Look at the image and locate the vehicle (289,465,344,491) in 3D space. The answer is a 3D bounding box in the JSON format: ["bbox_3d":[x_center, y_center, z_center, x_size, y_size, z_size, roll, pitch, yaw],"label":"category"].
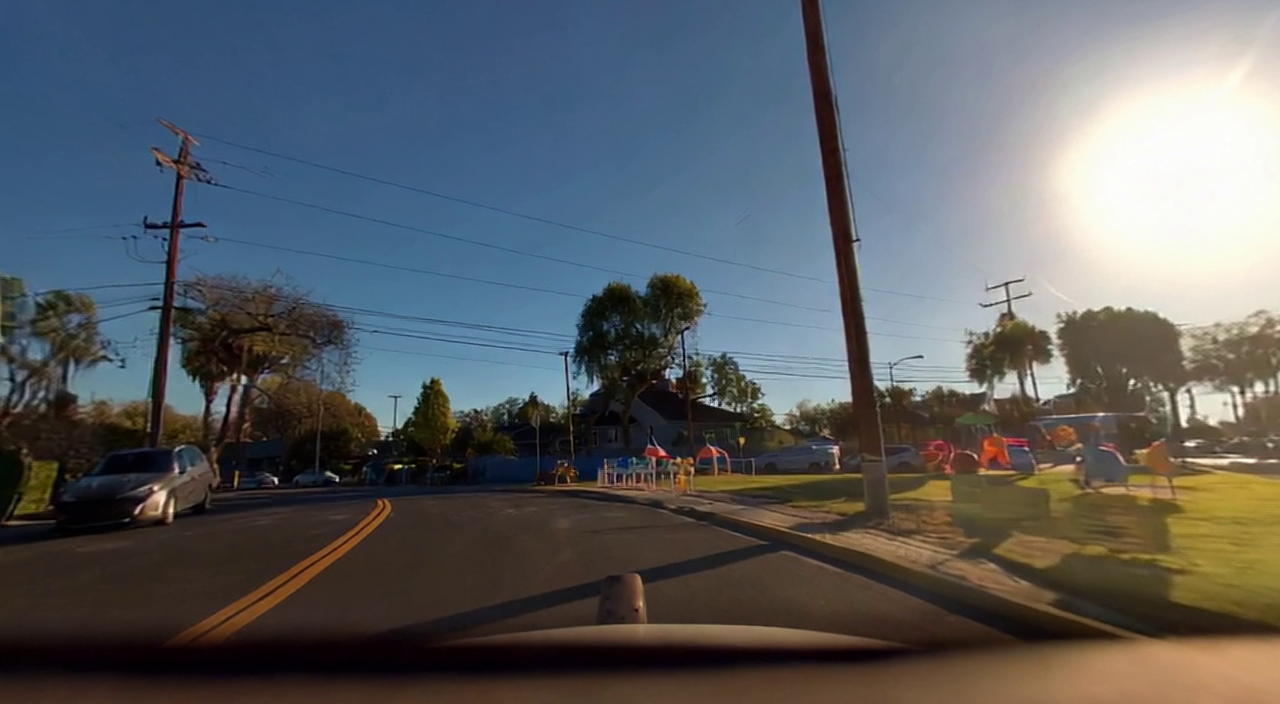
[{"bbox_3d":[-23.349,9.026,45.528,4.075,1.482,1.789,-5,-6,35],"label":"vehicle"}]

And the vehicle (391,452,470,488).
[{"bbox_3d":[-12.482,6.962,37.593,4.586,1.784,1.890,-4,-6,31],"label":"vehicle"}]

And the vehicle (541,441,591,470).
[{"bbox_3d":[-5.317,7.496,46.076,2.164,1.764,4.492,-3,-6,14],"label":"vehicle"}]

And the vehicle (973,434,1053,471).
[{"bbox_3d":[23.175,6.140,39.207,4.994,1.898,2.267,2,-6,-35],"label":"vehicle"}]

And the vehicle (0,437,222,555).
[{"bbox_3d":[-10.577,2.748,13.088,2.059,1.732,4.527,1,-5,-19],"label":"vehicle"}]

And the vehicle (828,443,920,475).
[{"bbox_3d":[12.785,5.809,34.511,4.461,1.417,1.781,1,-5,-15],"label":"vehicle"}]

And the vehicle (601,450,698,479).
[{"bbox_3d":[0.543,5.966,33.628,4.966,1.377,1.739,-1,-6,7],"label":"vehicle"}]

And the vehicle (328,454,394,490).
[{"bbox_3d":[-18.599,7.909,41.988,4.844,1.974,2.092,-6,-7,40],"label":"vehicle"}]

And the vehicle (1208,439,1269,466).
[{"bbox_3d":[40.837,6.826,43.193,1.912,1.455,4.268,-4,-5,28],"label":"vehicle"}]

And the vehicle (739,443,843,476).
[{"bbox_3d":[7.937,5.643,33.411,4.952,1.472,1.837,0,-5,-7],"label":"vehicle"}]
